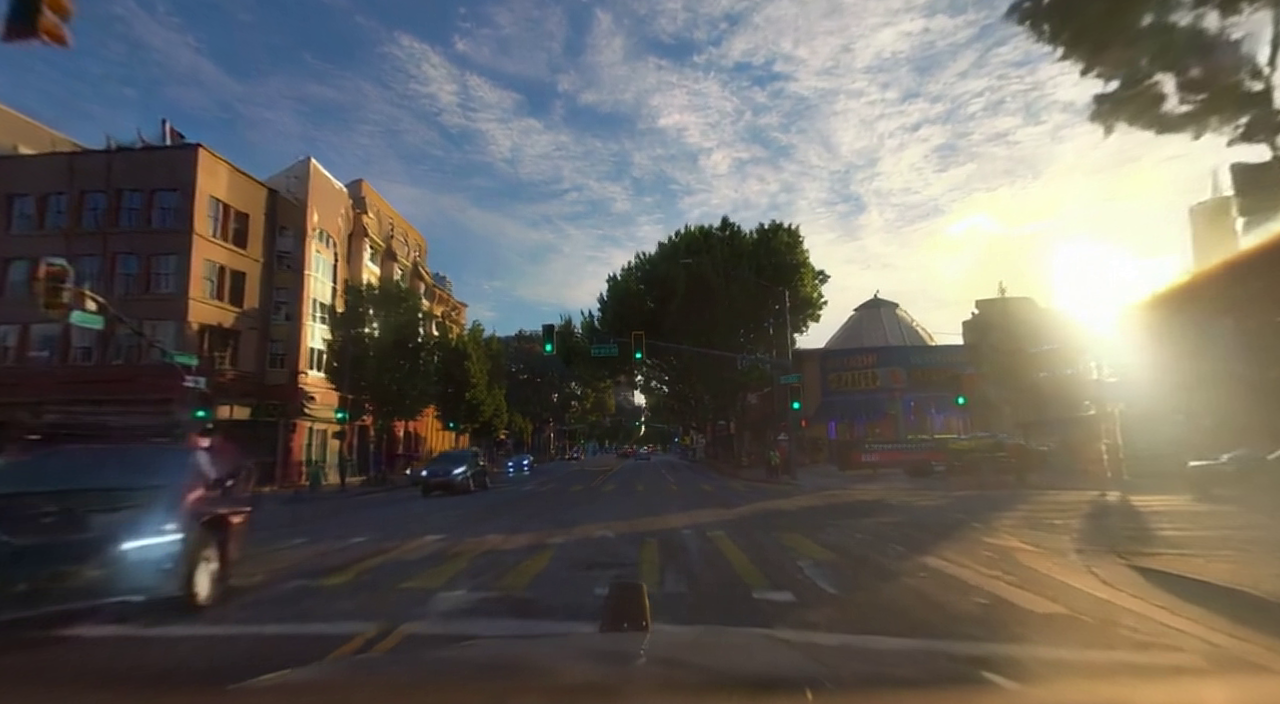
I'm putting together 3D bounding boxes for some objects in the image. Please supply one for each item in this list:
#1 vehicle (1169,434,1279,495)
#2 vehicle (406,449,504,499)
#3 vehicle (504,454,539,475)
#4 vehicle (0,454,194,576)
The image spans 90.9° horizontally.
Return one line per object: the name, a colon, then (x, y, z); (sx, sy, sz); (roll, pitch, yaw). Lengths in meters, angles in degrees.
vehicle: (16.933, 2.903, 16.446); (4.525, 1.471, 1.889); (0, -9, 0)
vehicle: (-6.154, 4.090, 21.542); (2.007, 1.478, 4.328); (0, -8, 1)
vehicle: (-9.190, 8.708, 49.033); (1.913, 1.457, 4.048); (0, -8, 1)
vehicle: (-9.378, 2.370, 9.685); (2.071, 1.534, 4.025); (0, -8, 0)
